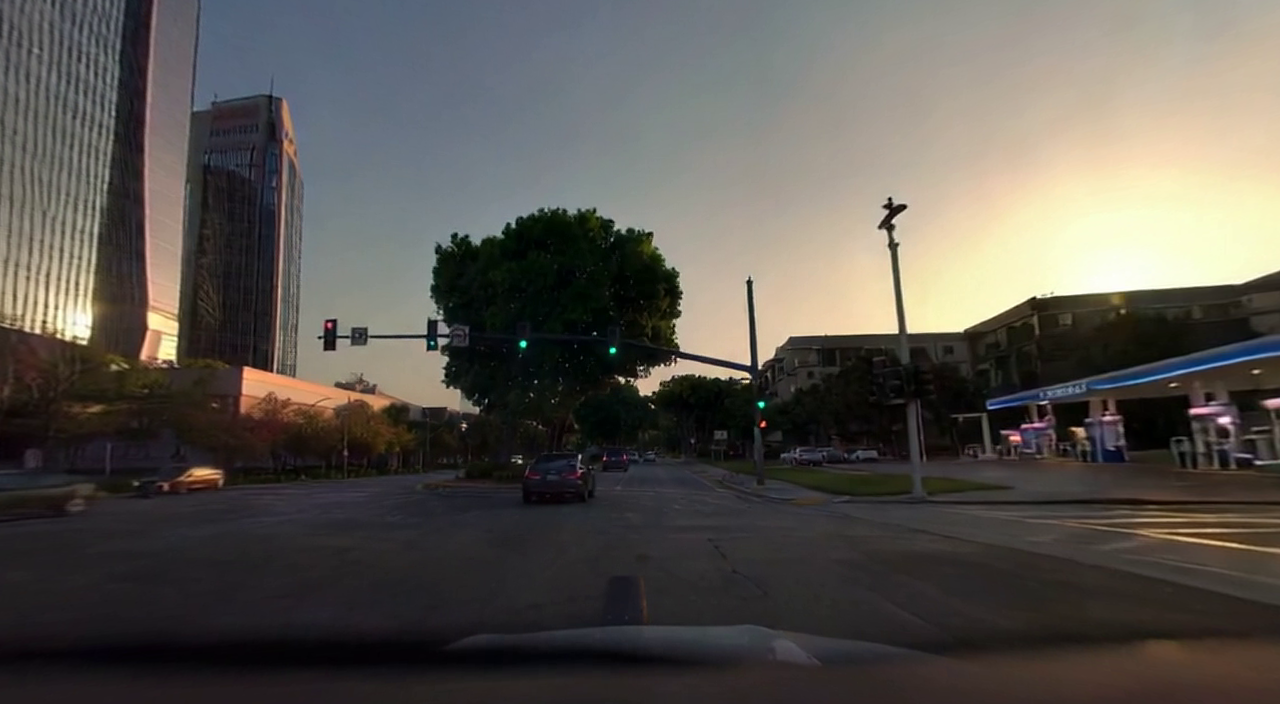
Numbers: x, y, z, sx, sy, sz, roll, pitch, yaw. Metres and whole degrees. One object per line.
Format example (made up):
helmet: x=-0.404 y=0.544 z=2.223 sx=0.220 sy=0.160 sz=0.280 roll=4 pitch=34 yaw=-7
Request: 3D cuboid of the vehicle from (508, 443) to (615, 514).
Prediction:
vehicle: x=-2.057 y=3.489 z=17.941 sx=2.183 sy=1.731 sz=4.338 roll=-1 pitch=-9 yaw=4

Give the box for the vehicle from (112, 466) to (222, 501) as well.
vehicle: x=-23.540 y=6.536 z=31.617 sx=1.822 sy=1.451 sz=4.593 roll=-1 pitch=-9 yaw=2
